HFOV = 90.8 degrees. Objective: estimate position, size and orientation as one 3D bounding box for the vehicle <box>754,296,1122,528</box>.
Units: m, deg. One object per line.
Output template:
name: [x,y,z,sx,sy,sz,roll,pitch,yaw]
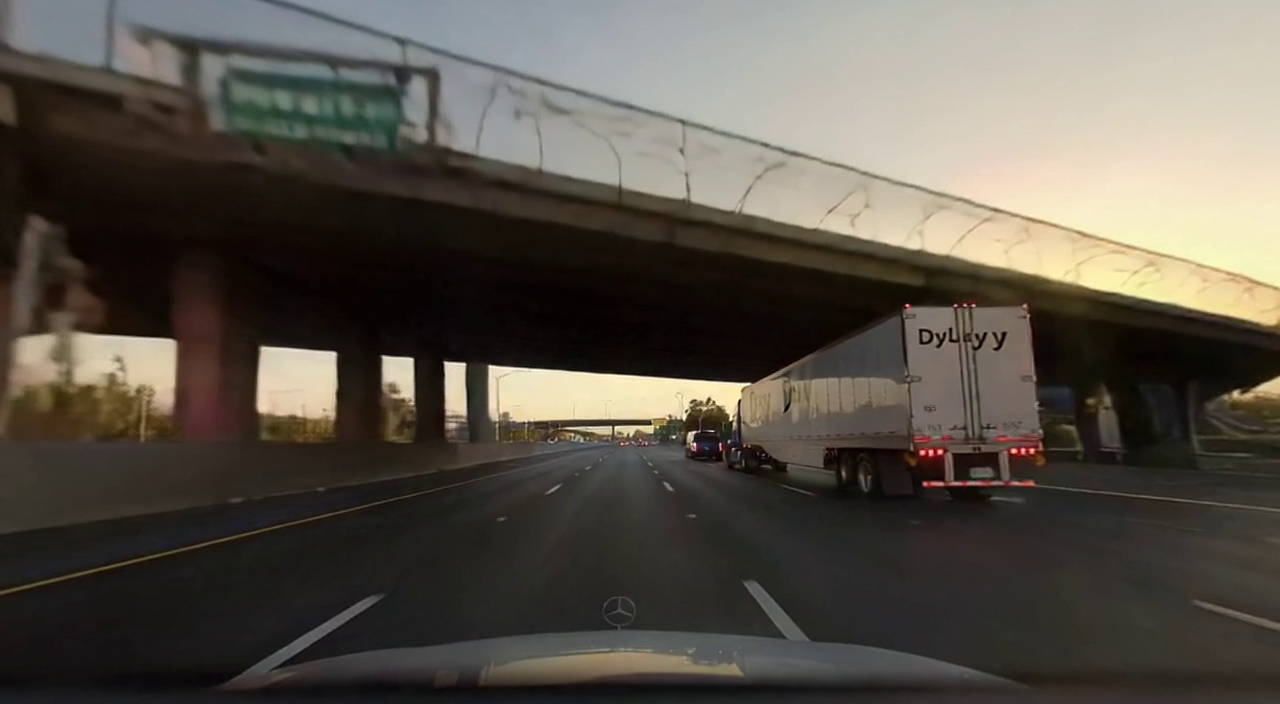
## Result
vehicle: [6.448,2.142,18.819,2.962,3.947,16.241,0,-8,-1]
